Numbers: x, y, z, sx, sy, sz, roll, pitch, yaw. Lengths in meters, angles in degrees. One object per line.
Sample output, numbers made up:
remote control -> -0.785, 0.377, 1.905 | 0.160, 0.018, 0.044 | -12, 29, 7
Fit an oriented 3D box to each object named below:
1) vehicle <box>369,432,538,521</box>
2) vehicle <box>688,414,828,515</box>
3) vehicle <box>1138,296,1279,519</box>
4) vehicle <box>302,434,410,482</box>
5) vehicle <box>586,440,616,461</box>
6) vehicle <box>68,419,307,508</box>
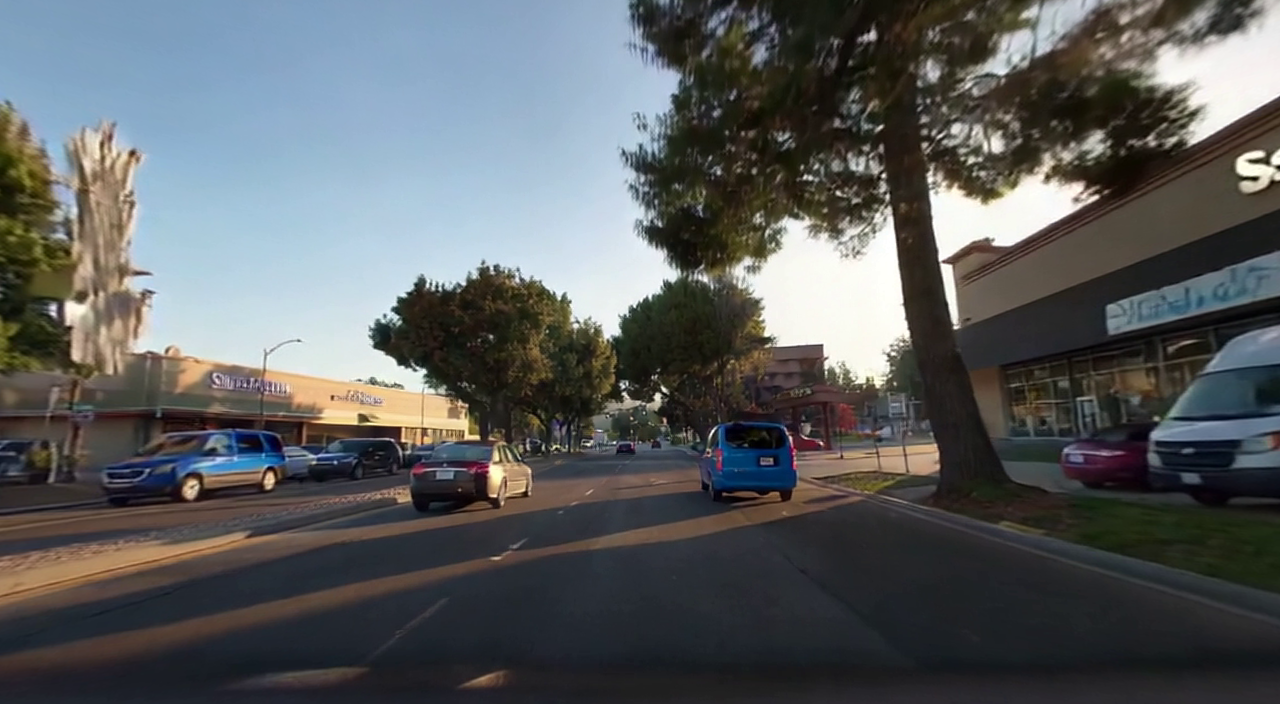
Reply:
vehicle -> -3.519, 2.432, 12.828 | 1.966, 1.481, 4.385 | 0, -8, 2
vehicle -> 2.255, 2.328, 13.408 | 2.293, 1.779, 4.457 | 0, -8, 2
vehicle -> 13.161, 0.975, 10.425 | 7.188, 3.303, 2.772 | 0, -8, 0
vehicle -> -11.694, 4.383, 26.334 | 2.117, 1.787, 4.917 | 0, -8, 1
vehicle -> -2.800, 7.200, 45.868 | 1.840, 1.442, 4.050 | 0, -8, 1
vehicle -> -11.856, 2.963, 17.193 | 2.359, 2.018, 5.504 | 0, -8, 1
